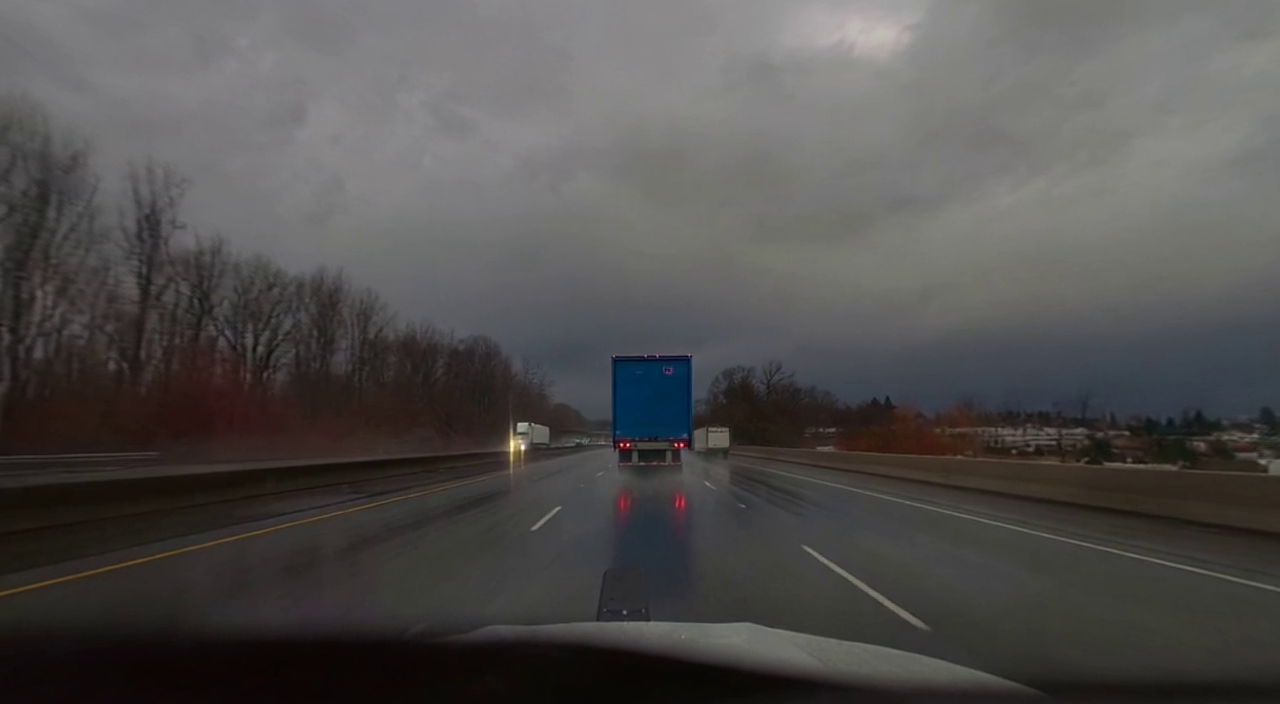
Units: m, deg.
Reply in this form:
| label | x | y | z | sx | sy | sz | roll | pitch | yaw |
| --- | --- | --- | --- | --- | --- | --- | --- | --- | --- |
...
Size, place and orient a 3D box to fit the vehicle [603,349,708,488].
| label | x | y | z | sx | sy | sz | roll | pitch | yaw |
| --- | --- | --- | --- | --- | --- | --- | --- | --- | --- |
| vehicle | 0.458 | 2.675 | 23.519 | 3.010 | 4.039 | 10.481 | 0 | -8 | 0 |
